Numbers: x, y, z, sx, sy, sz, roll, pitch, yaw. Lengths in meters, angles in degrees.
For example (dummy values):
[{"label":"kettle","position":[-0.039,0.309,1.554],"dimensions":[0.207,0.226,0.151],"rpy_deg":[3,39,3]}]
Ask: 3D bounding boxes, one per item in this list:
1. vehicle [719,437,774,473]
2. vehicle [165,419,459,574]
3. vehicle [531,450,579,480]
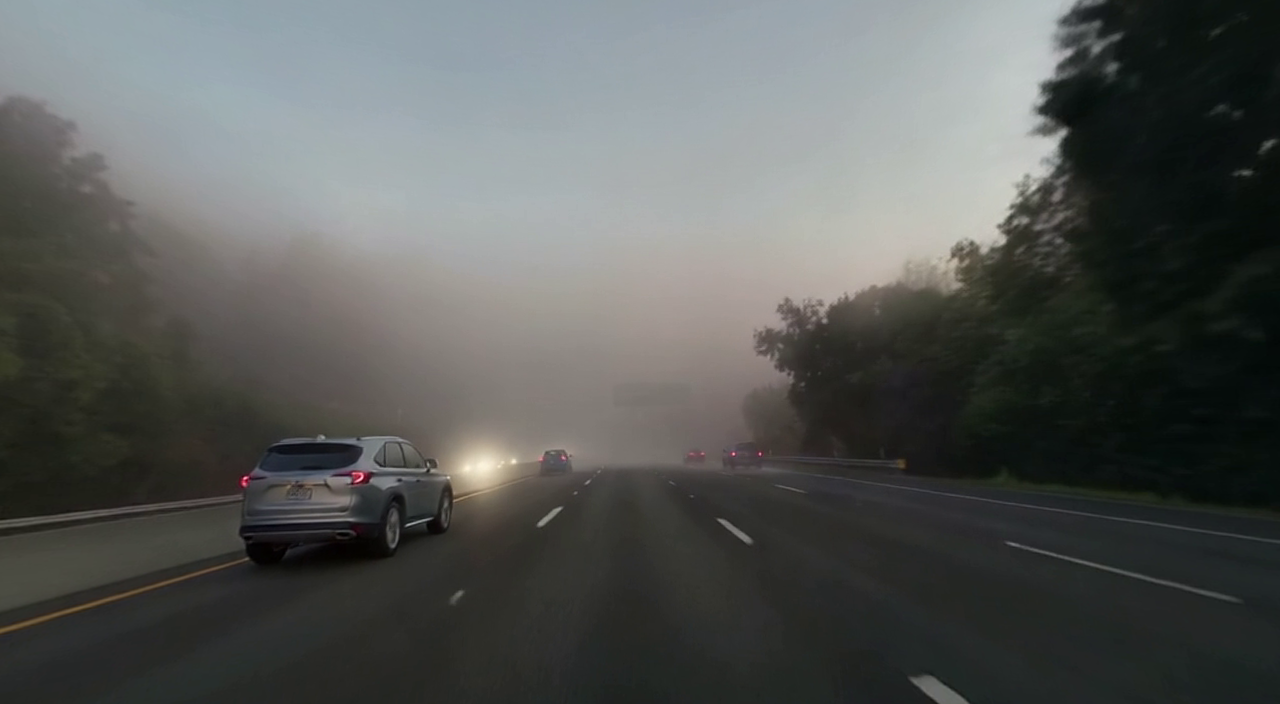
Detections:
[{"label":"vehicle","position":[6.591,6.476,39.672],"dimensions":[2.378,2.096,5.119],"rpy_deg":[0,-9,-2]},{"label":"vehicle","position":[-4.382,1.992,9.411],"dimensions":[2.079,1.745,4.281],"rpy_deg":[0,-9,0]},{"label":"vehicle","position":[-4.450,5.961,33.529],"dimensions":[2.009,1.488,4.289],"rpy_deg":[0,-9,-1]}]
